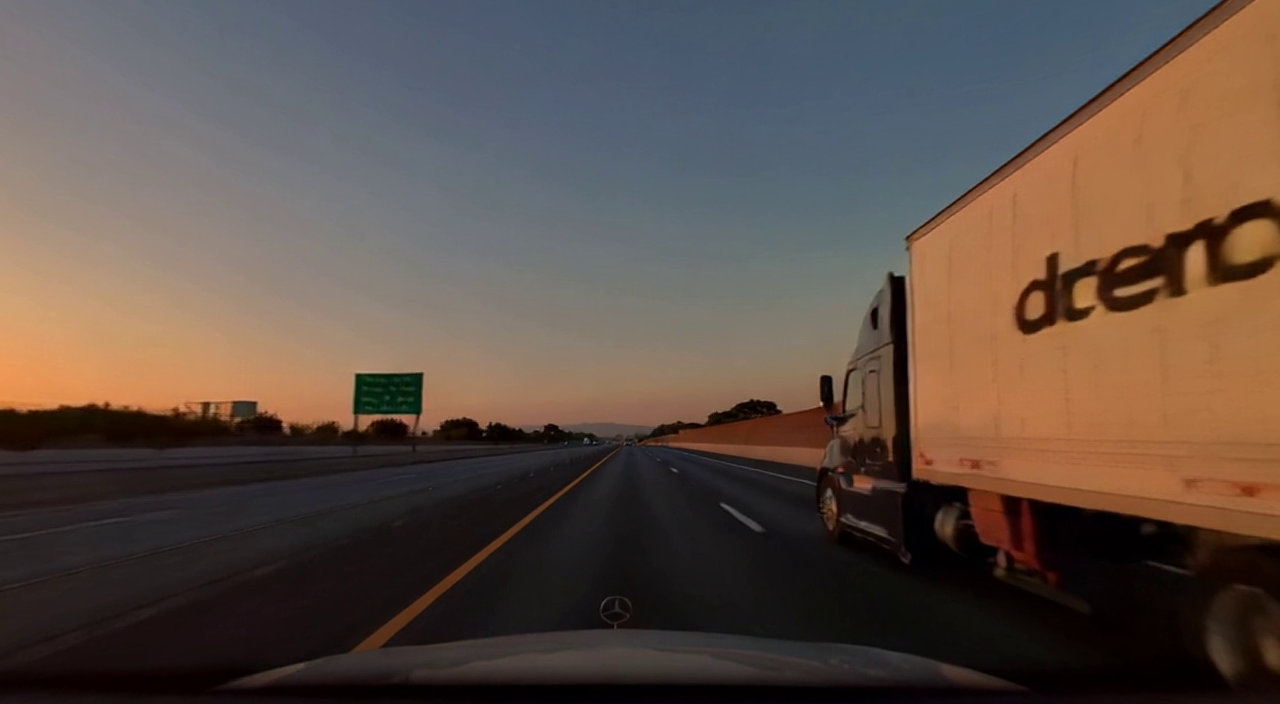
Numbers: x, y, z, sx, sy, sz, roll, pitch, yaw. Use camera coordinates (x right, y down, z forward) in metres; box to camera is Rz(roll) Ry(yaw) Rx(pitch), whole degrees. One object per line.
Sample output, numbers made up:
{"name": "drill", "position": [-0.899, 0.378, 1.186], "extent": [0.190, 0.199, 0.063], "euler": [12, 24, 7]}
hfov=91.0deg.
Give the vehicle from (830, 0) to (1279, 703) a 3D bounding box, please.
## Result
{"name": "vehicle", "position": [3.497, 0.174, 3.219], "extent": [2.702, 3.193, 7.196], "euler": [-1, -8, 0]}
